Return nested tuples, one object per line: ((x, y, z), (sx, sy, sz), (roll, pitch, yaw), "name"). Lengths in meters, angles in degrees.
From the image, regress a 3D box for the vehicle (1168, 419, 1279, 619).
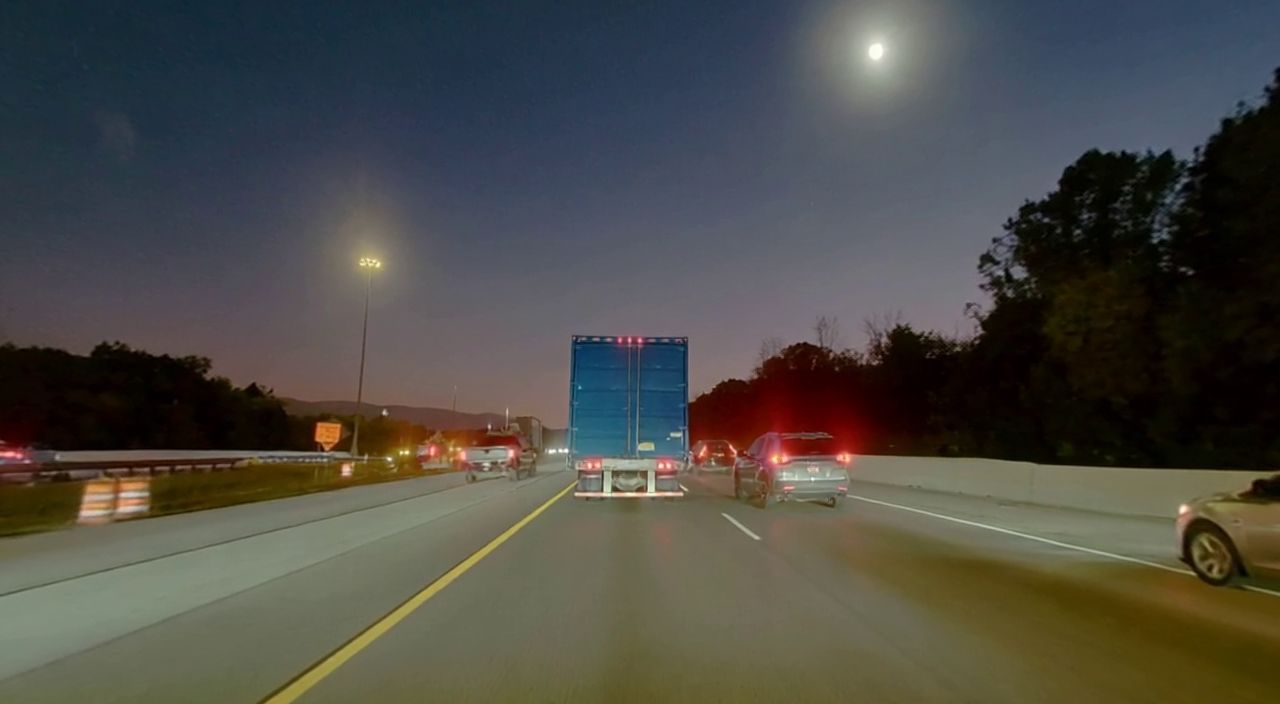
((6.535, 1.184, 3.873), (2.070, 1.632, 4.774), (1, -9, -8), "vehicle")

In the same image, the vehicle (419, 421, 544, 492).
((-4.878, 3.370, 20.609), (2.421, 1.965, 5.980), (0, -9, 1), "vehicle")

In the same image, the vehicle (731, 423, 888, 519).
((3.373, 2.471, 13.538), (2.103, 1.713, 4.173), (1, -9, -2), "vehicle")

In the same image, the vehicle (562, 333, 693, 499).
((-0.450, 2.272, 20.100), (3.067, 3.940, 10.154), (1, -9, -2), "vehicle")
